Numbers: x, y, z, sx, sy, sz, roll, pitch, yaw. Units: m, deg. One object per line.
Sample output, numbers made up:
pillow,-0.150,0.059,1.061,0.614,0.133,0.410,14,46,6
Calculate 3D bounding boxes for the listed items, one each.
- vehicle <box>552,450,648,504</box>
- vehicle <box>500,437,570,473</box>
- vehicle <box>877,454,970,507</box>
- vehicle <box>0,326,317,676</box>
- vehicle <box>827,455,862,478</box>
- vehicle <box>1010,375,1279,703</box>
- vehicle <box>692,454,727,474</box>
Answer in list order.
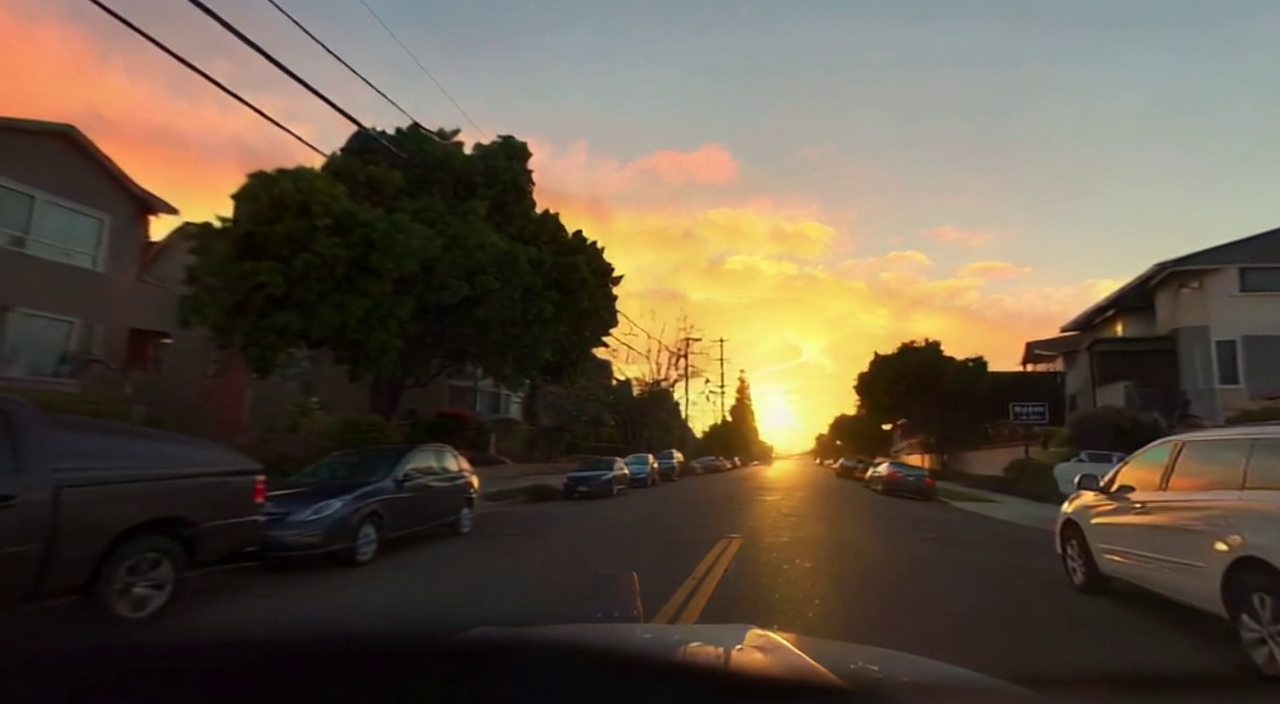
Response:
vehicle,-1.137,3.953,20.585,1.897,1.523,4.626,-2,-9,13
vehicle,-5.856,5.845,36.057,2.232,1.836,5.443,-1,-9,10
vehicle,9.582,4.308,21.746,1.870,1.536,4.568,-1,-9,11
vehicle,-4.886,0.829,3.397,2.385,1.967,5.971,-2,-7,10
vehicle,15.820,8.861,49.124,2.310,1.527,4.705,0,-8,14
vehicle,5.247,1.340,5.165,2.226,1.928,5.339,-2,-9,13
vehicle,5.502,8.793,49.841,1.960,1.460,4.425,-2,-10,16
